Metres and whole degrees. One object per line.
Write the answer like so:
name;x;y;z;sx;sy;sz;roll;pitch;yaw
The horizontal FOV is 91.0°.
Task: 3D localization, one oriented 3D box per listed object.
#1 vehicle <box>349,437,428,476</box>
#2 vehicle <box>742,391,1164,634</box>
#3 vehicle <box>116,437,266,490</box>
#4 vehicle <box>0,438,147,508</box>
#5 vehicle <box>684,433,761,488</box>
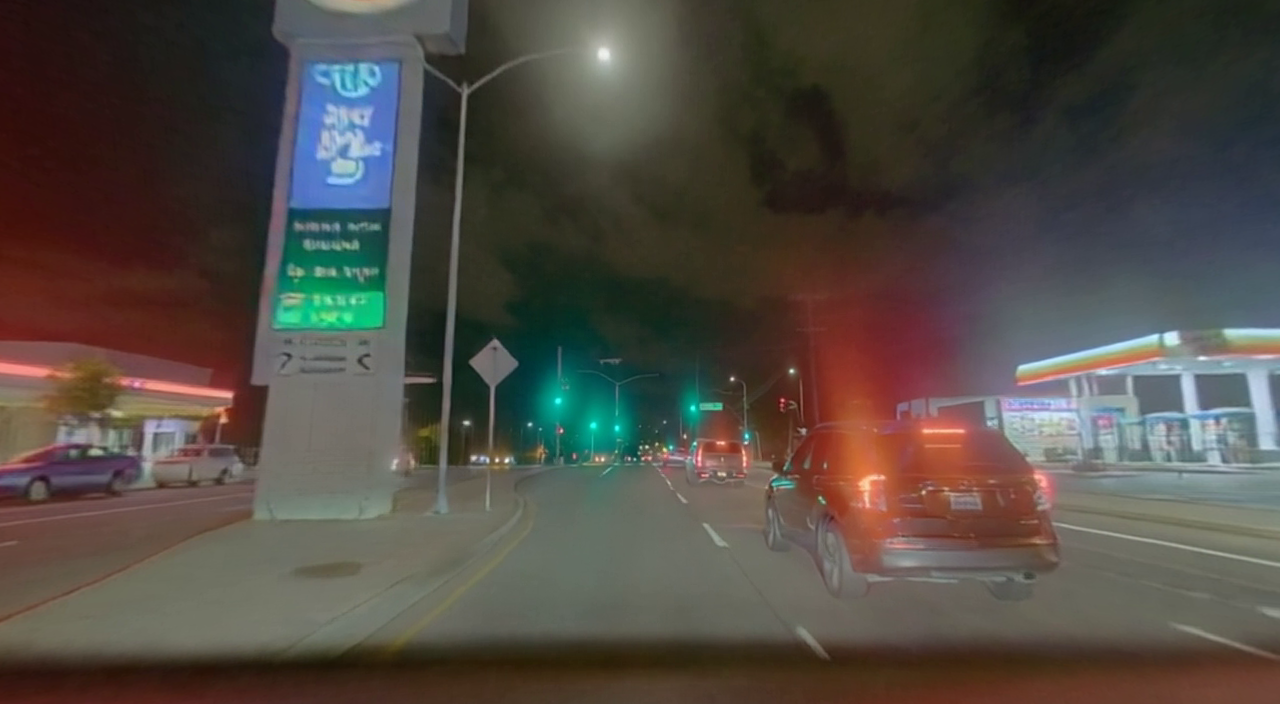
vehicle;-13.407;5.582;33.936;2.097;1.912;4.828;0;-8;2
vehicle;2.632;1.495;6.986;2.183;1.720;4.842;0;-8;0
vehicle;-17.784;4.420;25.375;2.263;1.887;5.170;0;-8;-1
vehicle;-17.921;3.516;18.834;2.129;1.843;5.067;0;-8;1
vehicle;2.722;3.688;21.768;1.999;1.679;4.217;0;-8;-1
